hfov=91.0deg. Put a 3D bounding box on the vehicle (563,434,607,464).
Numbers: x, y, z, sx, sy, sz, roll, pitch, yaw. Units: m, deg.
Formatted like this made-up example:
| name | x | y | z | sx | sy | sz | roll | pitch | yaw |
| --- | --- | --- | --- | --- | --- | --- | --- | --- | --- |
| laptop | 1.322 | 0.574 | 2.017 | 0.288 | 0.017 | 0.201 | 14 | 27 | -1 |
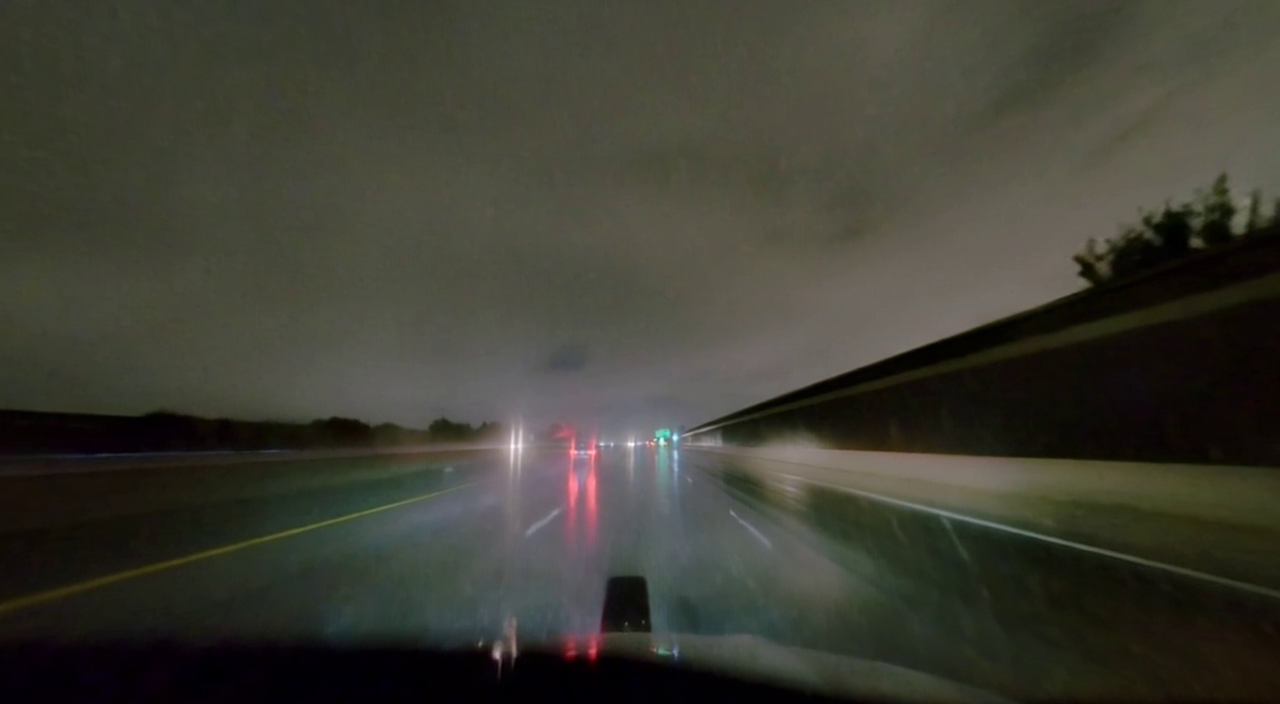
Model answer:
| name | x | y | z | sx | sy | sz | roll | pitch | yaw |
| --- | --- | --- | --- | --- | --- | --- | --- | --- | --- |
| vehicle | -3.199 | 5.804 | 37.794 | 2.189 | 1.707 | 4.692 | 0 | -8 | 0 |
